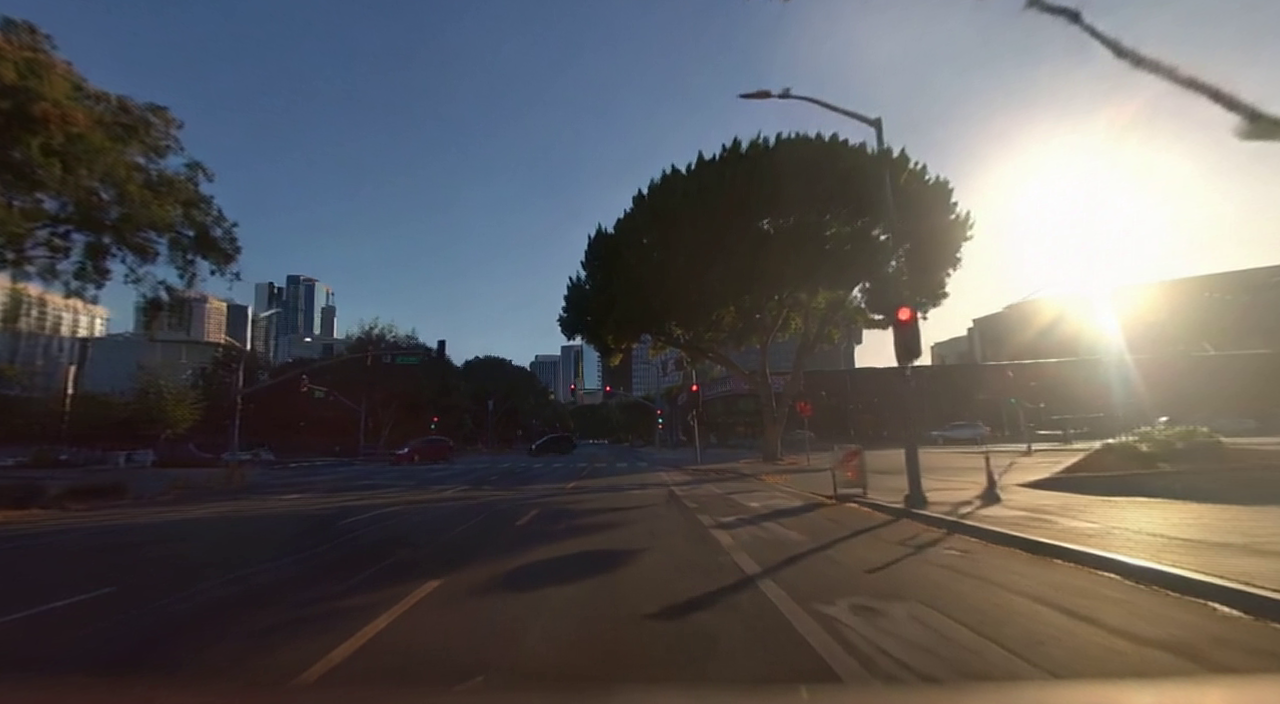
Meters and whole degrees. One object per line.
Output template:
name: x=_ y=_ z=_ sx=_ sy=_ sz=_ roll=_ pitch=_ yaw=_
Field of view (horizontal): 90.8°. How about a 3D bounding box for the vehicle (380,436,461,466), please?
vehicle: x=-12.383 y=5.620 z=35.936 sx=2.111 sy=1.598 sz=4.359 roll=-3 pitch=-9 yaw=17
